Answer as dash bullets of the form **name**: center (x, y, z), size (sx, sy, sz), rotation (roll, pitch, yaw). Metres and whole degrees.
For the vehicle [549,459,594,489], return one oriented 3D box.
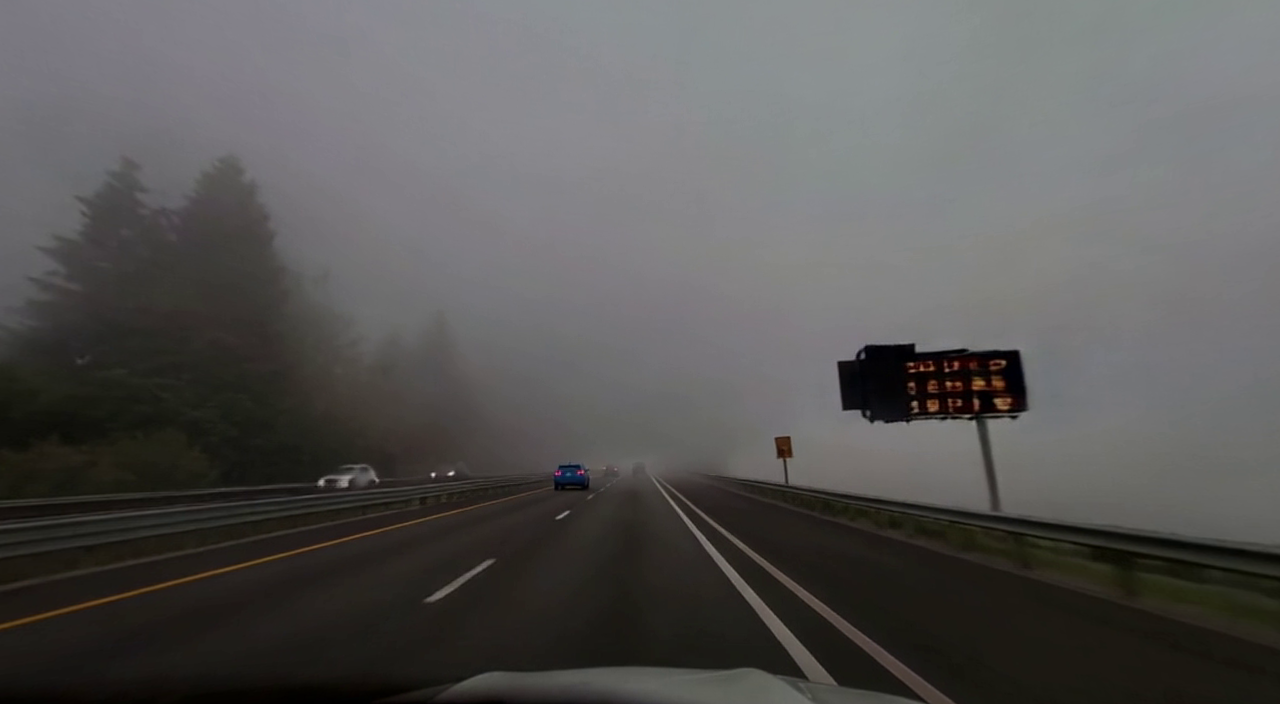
- **vehicle**: center (-3.866, 7.011, 36.365), size (2.081, 1.586, 4.245), rotation (0, -10, 1)

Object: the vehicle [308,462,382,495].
- **vehicle**: center (-17.466, 7.512, 37.585), size (1.931, 1.758, 4.915), rotation (0, -10, 1)

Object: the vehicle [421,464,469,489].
- **vehicle**: center (-13.961, 8.912, 45.337), size (2.021, 1.674, 4.329), rotation (1, -10, 0)
